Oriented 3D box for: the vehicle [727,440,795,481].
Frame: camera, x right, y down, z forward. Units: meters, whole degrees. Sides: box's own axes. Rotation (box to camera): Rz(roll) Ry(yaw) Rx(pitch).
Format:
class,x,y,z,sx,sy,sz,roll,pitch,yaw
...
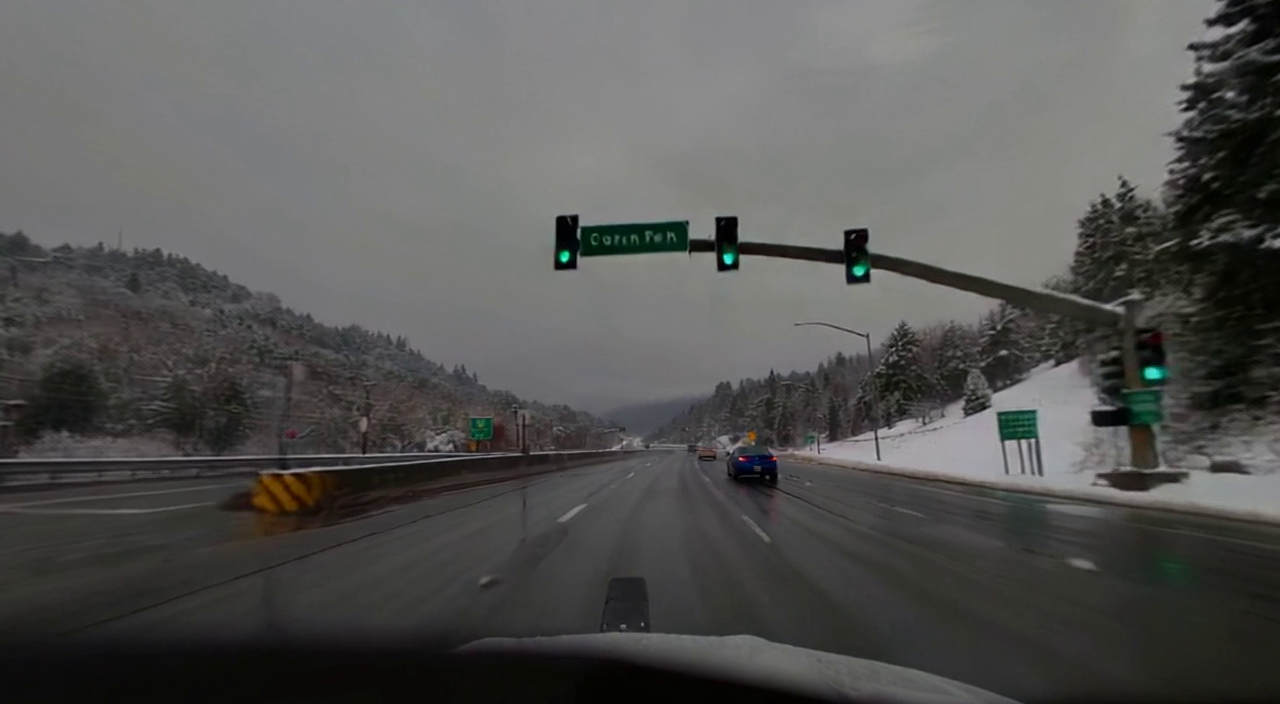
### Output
class,x,y,z,sx,sy,sz,roll,pitch,yaw
vehicle,4.663,4.253,24.993,1.916,1.469,4.481,0,-8,1
